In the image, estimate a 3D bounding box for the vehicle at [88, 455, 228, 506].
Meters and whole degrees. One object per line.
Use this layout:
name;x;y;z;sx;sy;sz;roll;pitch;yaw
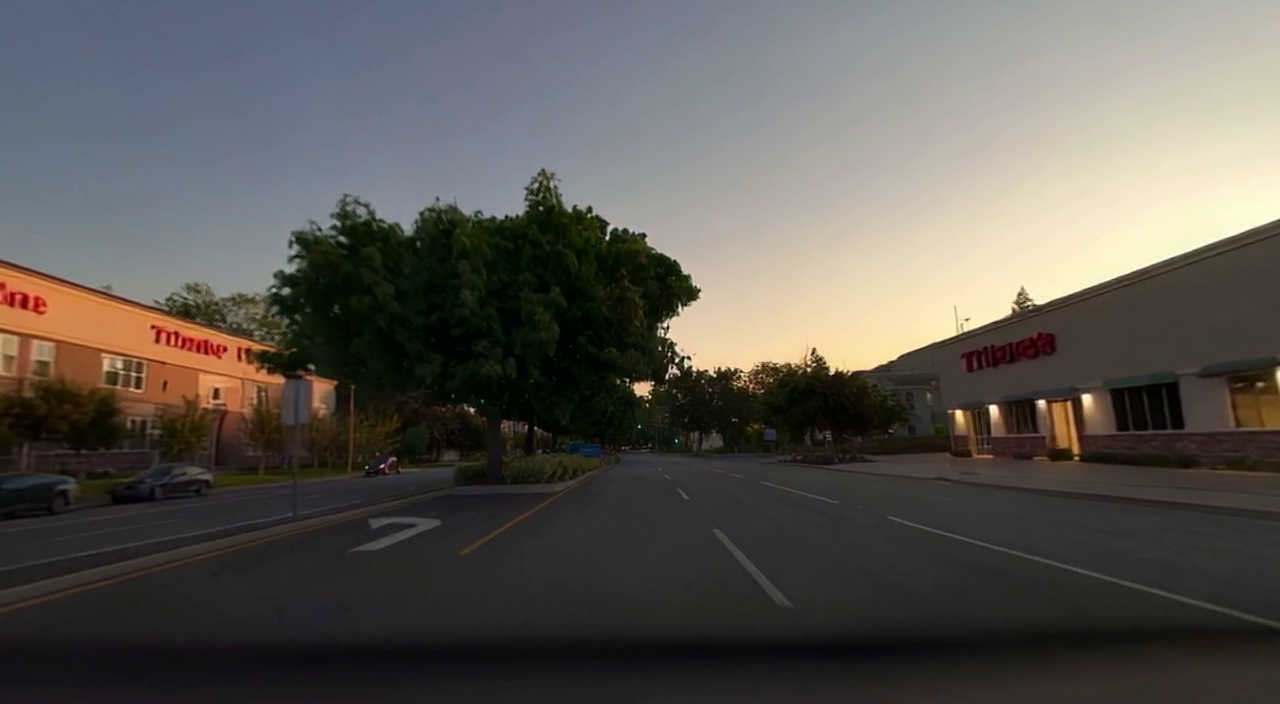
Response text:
vehicle;-19.135;5.064;25.426;1.976;1.766;4.677;0;-9;-1

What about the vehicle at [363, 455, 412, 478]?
vehicle;-19.452;8.798;48.863;1.943;1.638;4.415;0;-9;0

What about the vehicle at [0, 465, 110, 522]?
vehicle;-19.039;4.242;19.087;1.925;1.485;4.821;0;-9;-2
